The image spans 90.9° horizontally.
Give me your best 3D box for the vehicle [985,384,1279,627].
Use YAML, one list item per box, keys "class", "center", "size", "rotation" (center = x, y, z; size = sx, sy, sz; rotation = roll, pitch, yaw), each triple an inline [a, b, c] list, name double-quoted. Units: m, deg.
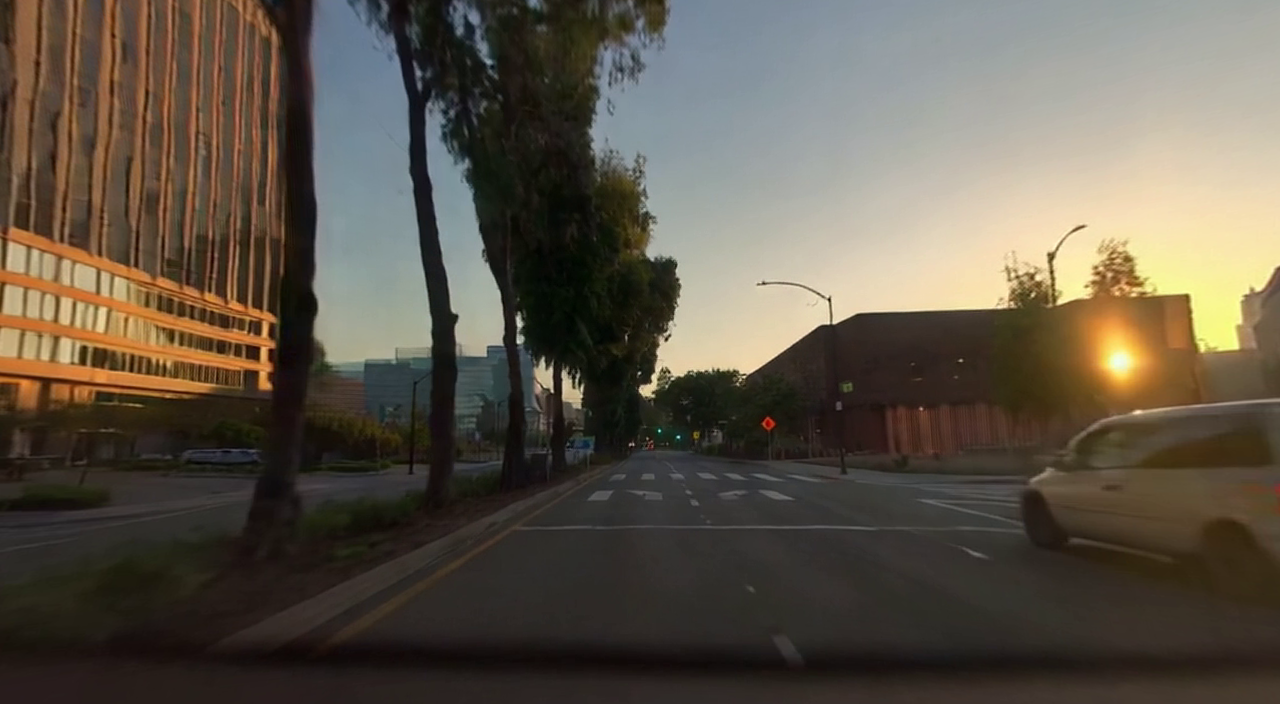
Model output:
- class: "vehicle"
  center: [6.063, 1.447, 6.653]
  size: [2.045, 1.890, 4.876]
  rotation: [0, -8, 0]
